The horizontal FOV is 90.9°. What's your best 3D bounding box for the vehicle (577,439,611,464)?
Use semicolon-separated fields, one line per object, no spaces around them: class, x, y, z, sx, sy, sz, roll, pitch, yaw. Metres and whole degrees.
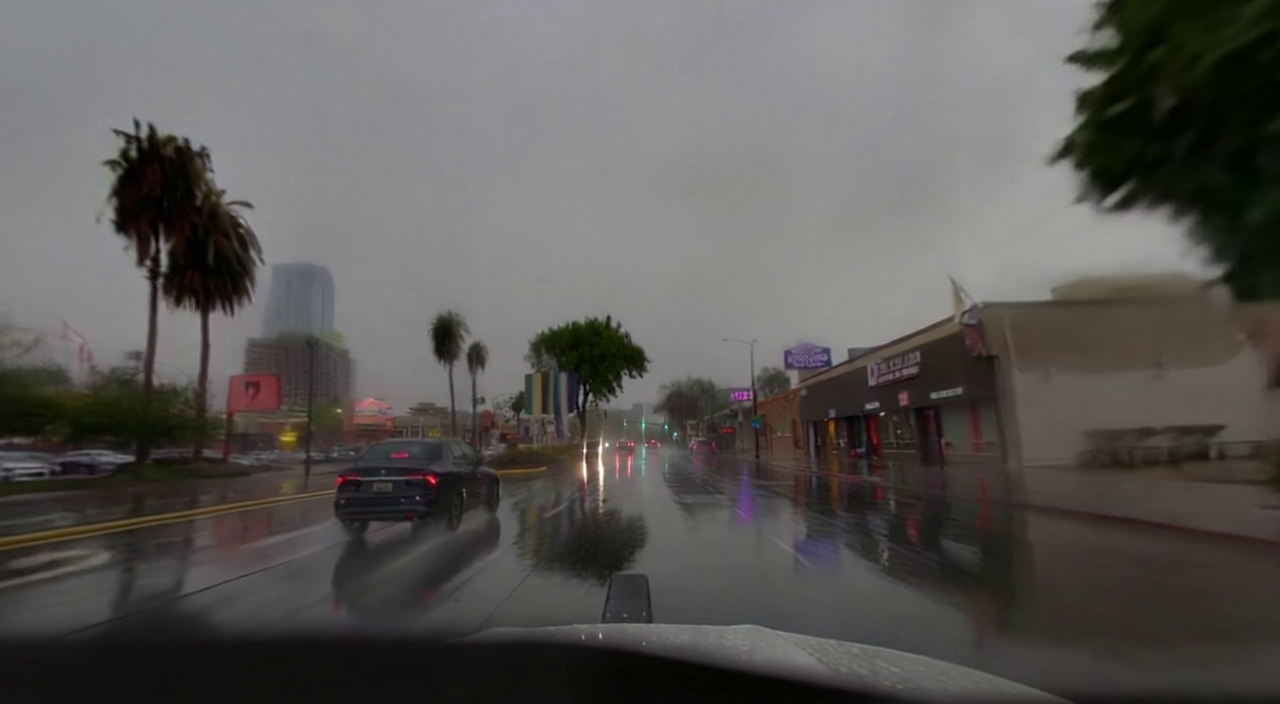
vehicle;-3.201;7.015;44.525;2.024;1.636;4.121;0;-8;1

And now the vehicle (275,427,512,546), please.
vehicle;-3.653;2.072;10.422;2.032;1.511;4.424;-1;-8;2
